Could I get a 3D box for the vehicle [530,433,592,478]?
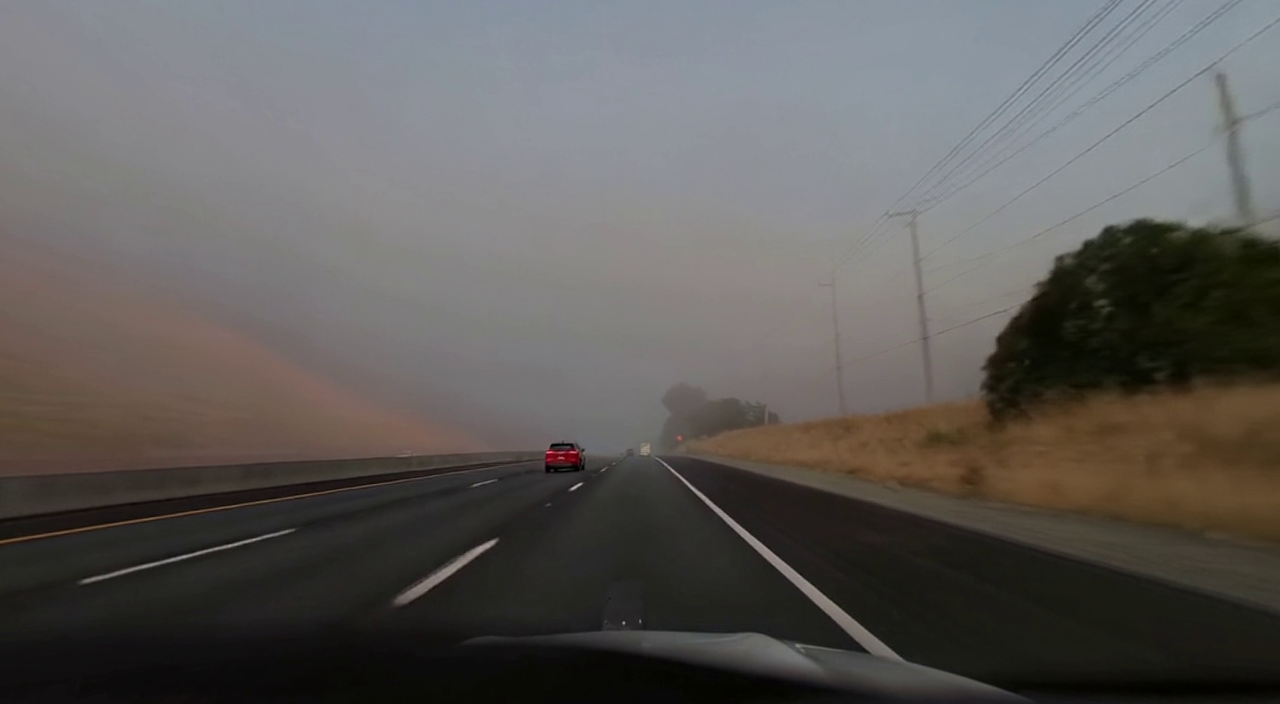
[{"bbox_3d":[-3.503,4.704,28.889,2.136,1.845,4.515,0,-8,1],"label":"vehicle"}]
